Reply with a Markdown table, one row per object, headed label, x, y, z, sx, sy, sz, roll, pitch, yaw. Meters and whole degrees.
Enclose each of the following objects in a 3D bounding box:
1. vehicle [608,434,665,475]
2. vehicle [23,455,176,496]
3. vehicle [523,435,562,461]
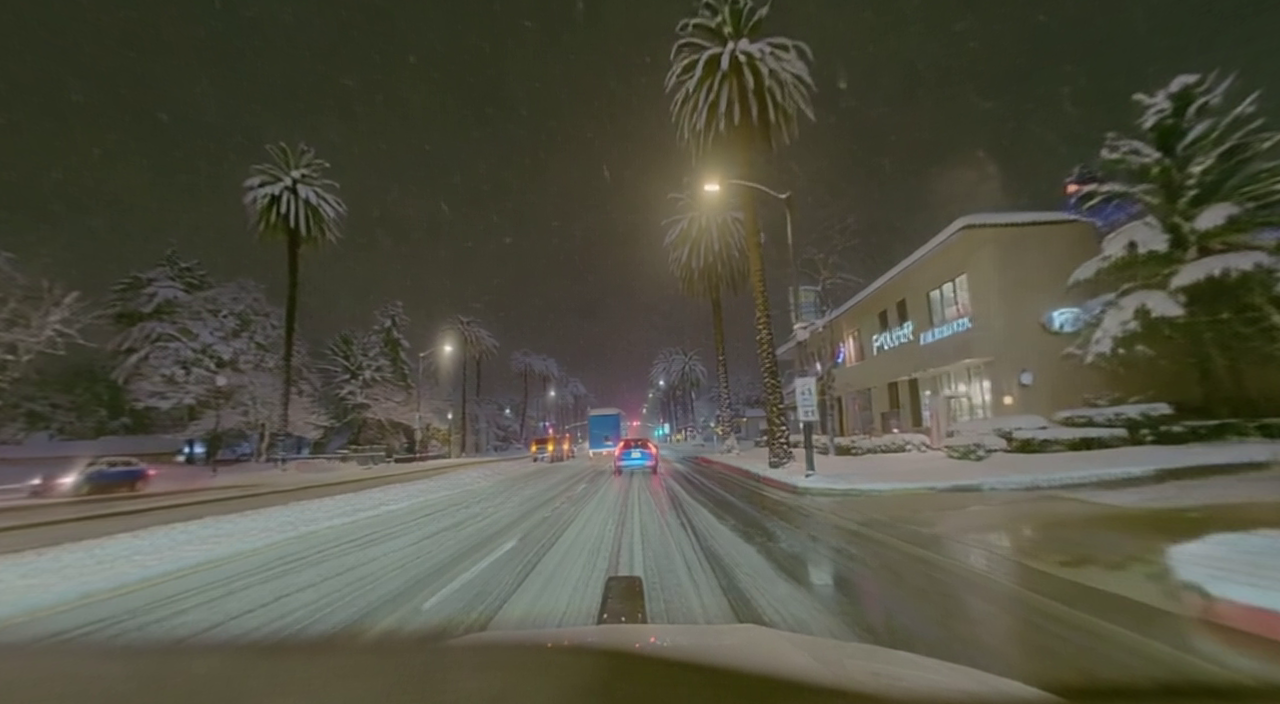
| label | x | y | z | sx | sy | sz | roll | pitch | yaw |
| --- | --- | --- | --- | --- | --- | --- | --- | --- | --- |
| vehicle | -0.110 | 4.178 | 25.722 | 2.144 | 1.514 | 4.063 | 0 | -9 | 1 |
| vehicle | -21.939 | 4.998 | 25.760 | 4.320 | 1.496 | 2.046 | 5 | -10 | -29 |
| vehicle | -7.113 | 7.066 | 46.248 | 2.014 | 1.830 | 4.281 | 0 | -9 | 2 |
